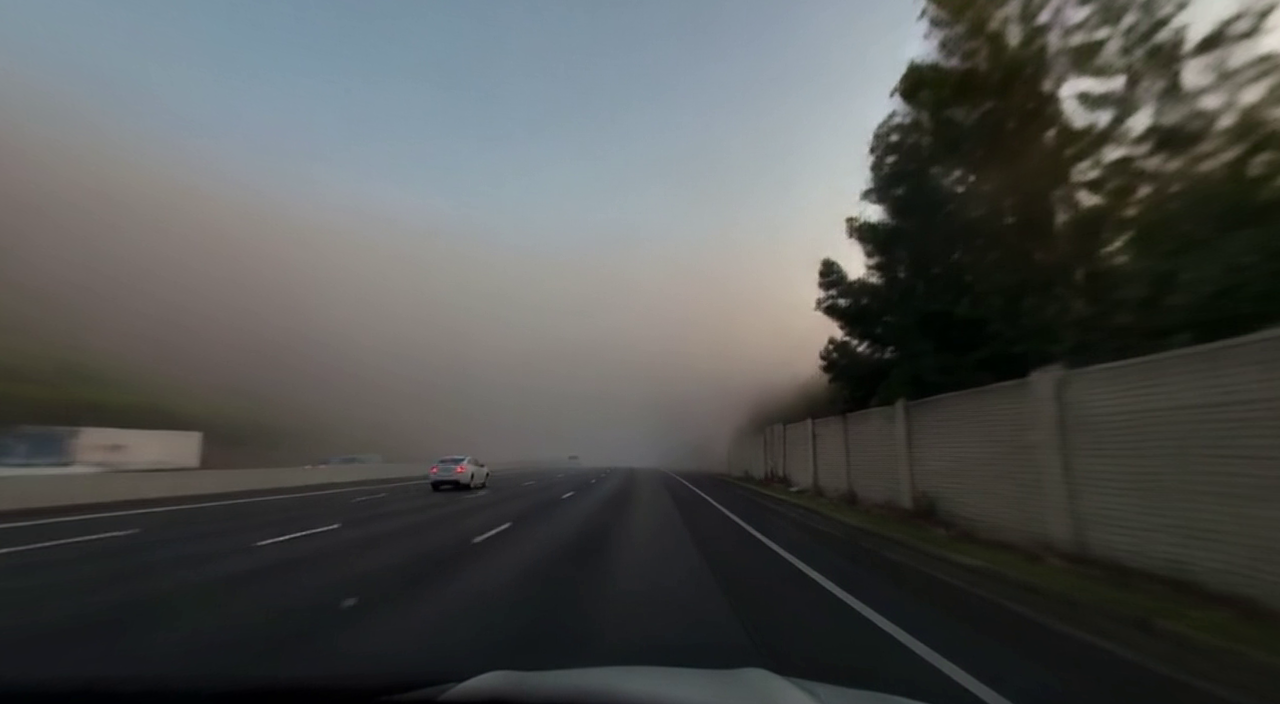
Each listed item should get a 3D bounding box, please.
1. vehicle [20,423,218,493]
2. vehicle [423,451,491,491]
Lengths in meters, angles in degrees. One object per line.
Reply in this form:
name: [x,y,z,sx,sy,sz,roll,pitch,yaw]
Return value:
vehicle: [-22.542,4.654,27.928,2.674,2.663,7.006,0,-9,0]
vehicle: [-7.587,4.944,26.487,1.742,1.494,3.795,0,-9,-1]
